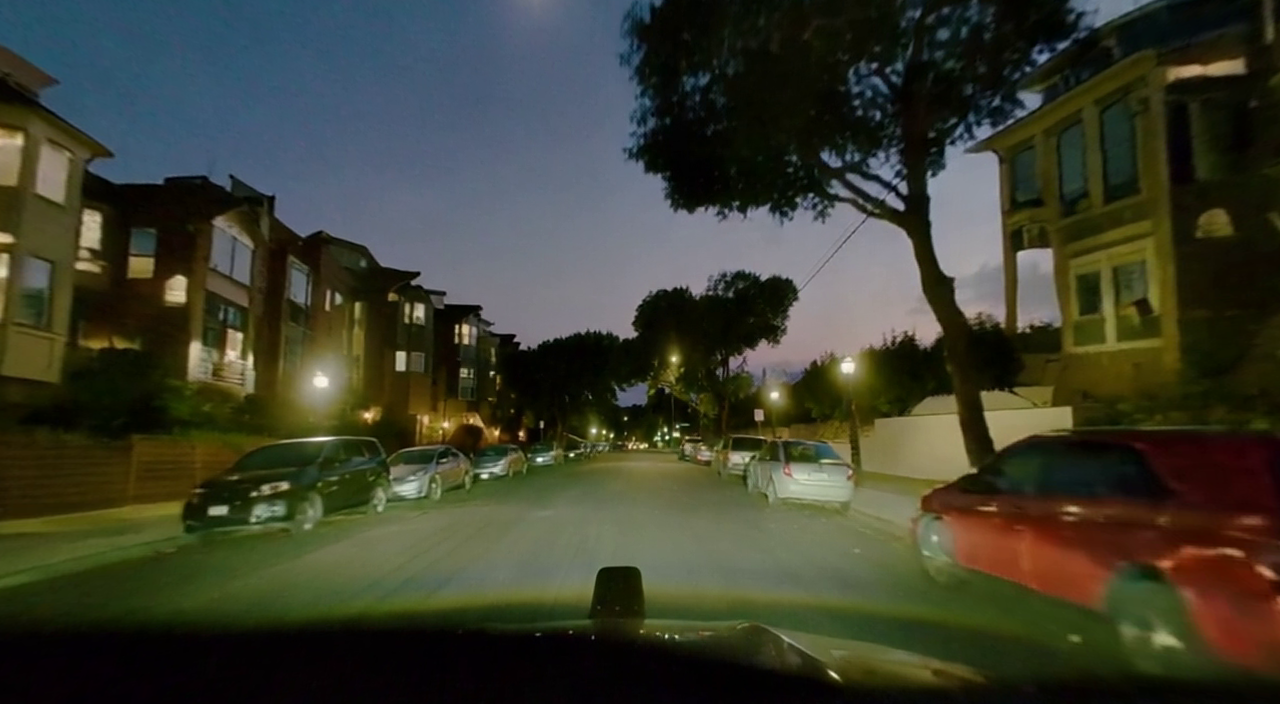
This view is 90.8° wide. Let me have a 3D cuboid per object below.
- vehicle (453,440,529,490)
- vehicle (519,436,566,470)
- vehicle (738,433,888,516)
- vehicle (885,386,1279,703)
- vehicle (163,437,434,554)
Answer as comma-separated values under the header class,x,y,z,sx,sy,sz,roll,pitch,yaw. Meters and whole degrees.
class,x,y,z,sx,sy,sz,roll,pitch,yaw
vehicle,-5.781,4.379,25.065,1.901,1.475,4.425,-4,-6,0
vehicle,-5.787,6.119,38.161,2.106,1.760,4.573,-4,-9,-1
vehicle,3.527,2.572,13.849,1.881,1.482,4.531,0,-8,-2
vehicle,3.604,1.235,4.674,1.909,1.595,4.136,0,-8,0
vehicle,-5.737,2.434,11.637,2.169,1.574,5.016,-3,-9,1
